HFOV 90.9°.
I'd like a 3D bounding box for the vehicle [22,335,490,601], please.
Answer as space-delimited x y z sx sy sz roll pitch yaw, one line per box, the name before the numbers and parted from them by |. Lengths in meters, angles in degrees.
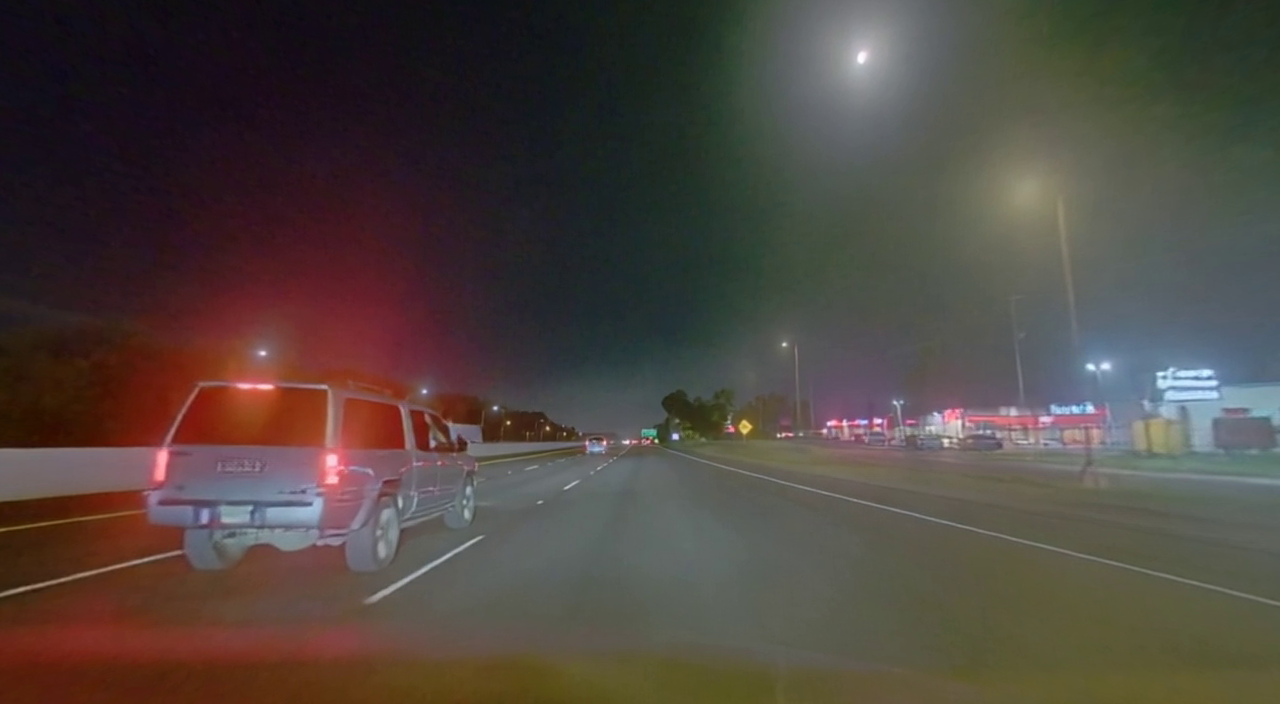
vehicle | -3.872 1.367 8.194 2.352 2.209 5.802 0 -8 1
